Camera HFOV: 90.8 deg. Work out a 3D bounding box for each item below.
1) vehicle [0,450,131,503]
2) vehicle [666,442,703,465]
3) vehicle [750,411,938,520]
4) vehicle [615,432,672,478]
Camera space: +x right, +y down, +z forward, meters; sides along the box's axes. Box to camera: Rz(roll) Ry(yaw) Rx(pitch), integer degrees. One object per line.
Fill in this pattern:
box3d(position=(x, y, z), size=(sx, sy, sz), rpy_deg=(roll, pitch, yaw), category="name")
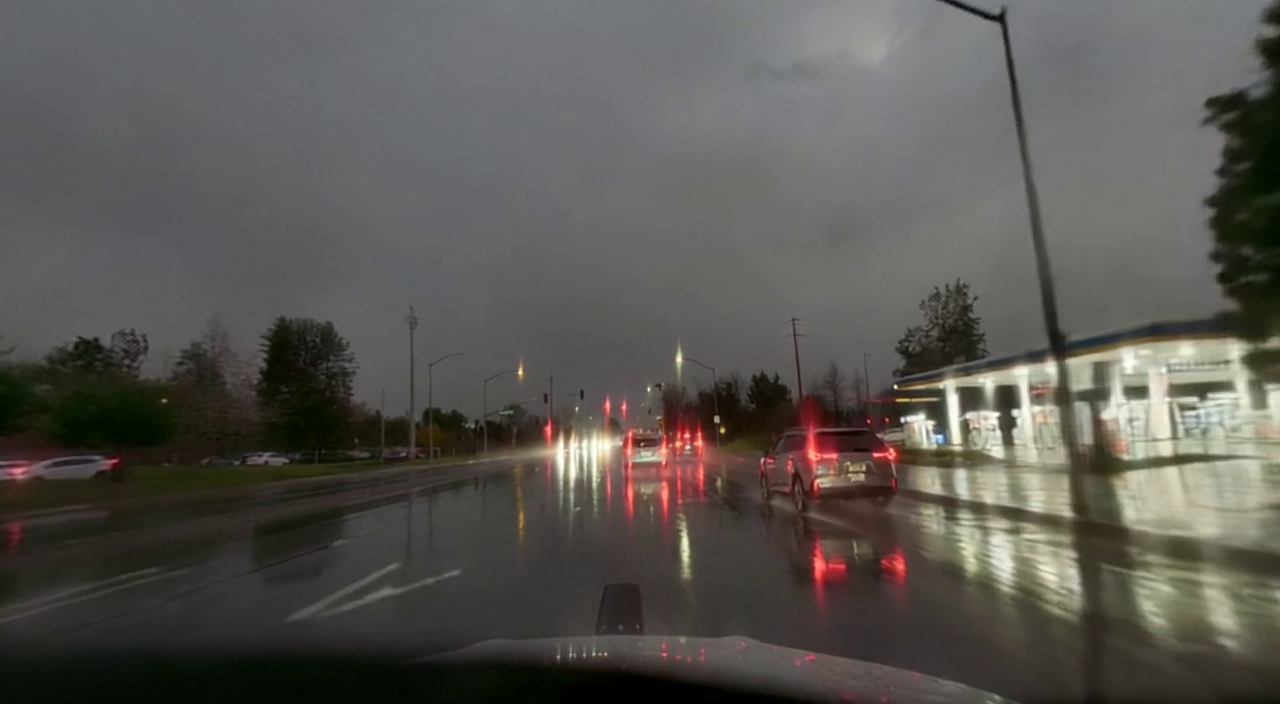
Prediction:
box3d(position=(-24.355, 4.945, 25.390), size=(2.100, 1.937, 5.517), rpy_deg=(-4, -9, 26), category="vehicle")
box3d(position=(2.648, 6.149, 38.317), size=(1.822, 1.331, 3.583), rpy_deg=(0, -8, -3), category="vehicle")
box3d(position=(3.837, 2.252, 13.058), size=(2.116, 1.791, 5.006), rpy_deg=(0, -8, -1), category="vehicle")
box3d(position=(0.055, 4.166, 25.768), size=(2.164, 1.718, 3.881), rpy_deg=(0, -8, -2), category="vehicle")
